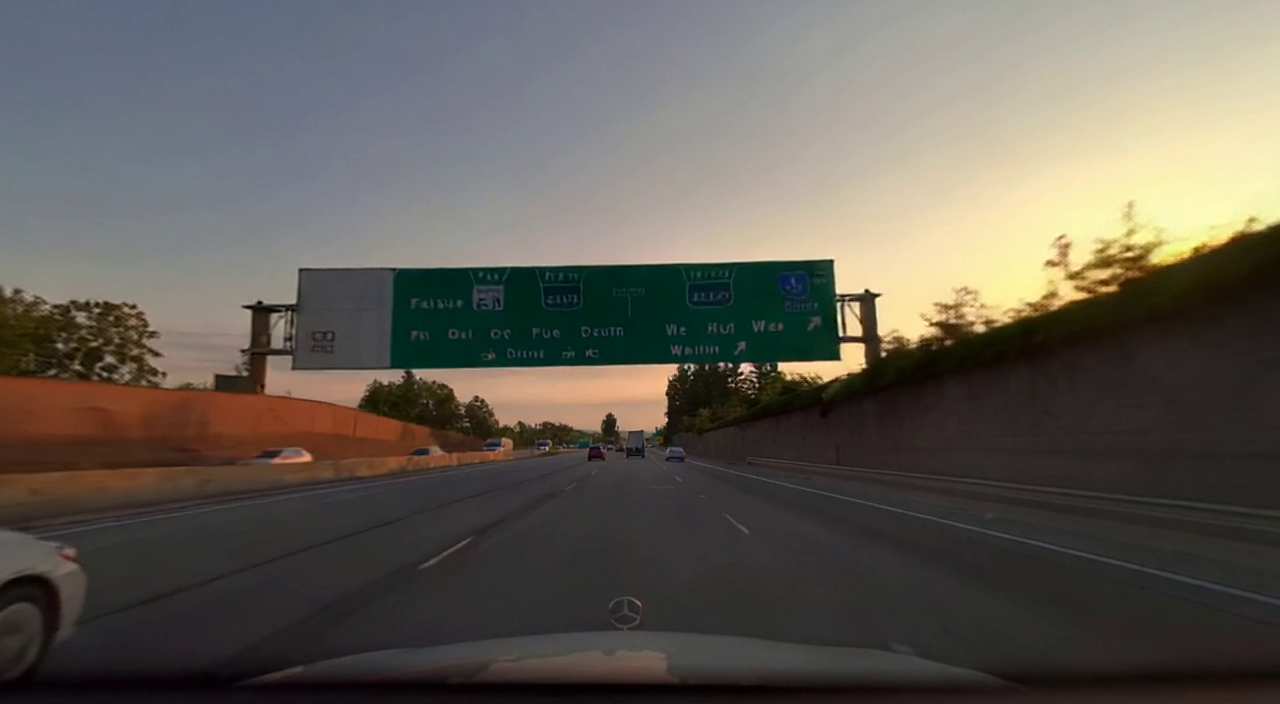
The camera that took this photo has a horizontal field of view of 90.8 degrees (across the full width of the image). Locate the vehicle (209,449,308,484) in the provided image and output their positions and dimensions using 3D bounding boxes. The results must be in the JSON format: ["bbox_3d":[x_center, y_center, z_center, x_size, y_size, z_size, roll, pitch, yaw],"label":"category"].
[{"bbox_3d":[-17.132,5.133,28.600,1.870,1.479,4.183,0,-9,0],"label":"vehicle"}]

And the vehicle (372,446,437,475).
[{"bbox_3d":[-12.717,5.866,34.321,1.828,1.434,4.472,0,-9,-1],"label":"vehicle"}]
